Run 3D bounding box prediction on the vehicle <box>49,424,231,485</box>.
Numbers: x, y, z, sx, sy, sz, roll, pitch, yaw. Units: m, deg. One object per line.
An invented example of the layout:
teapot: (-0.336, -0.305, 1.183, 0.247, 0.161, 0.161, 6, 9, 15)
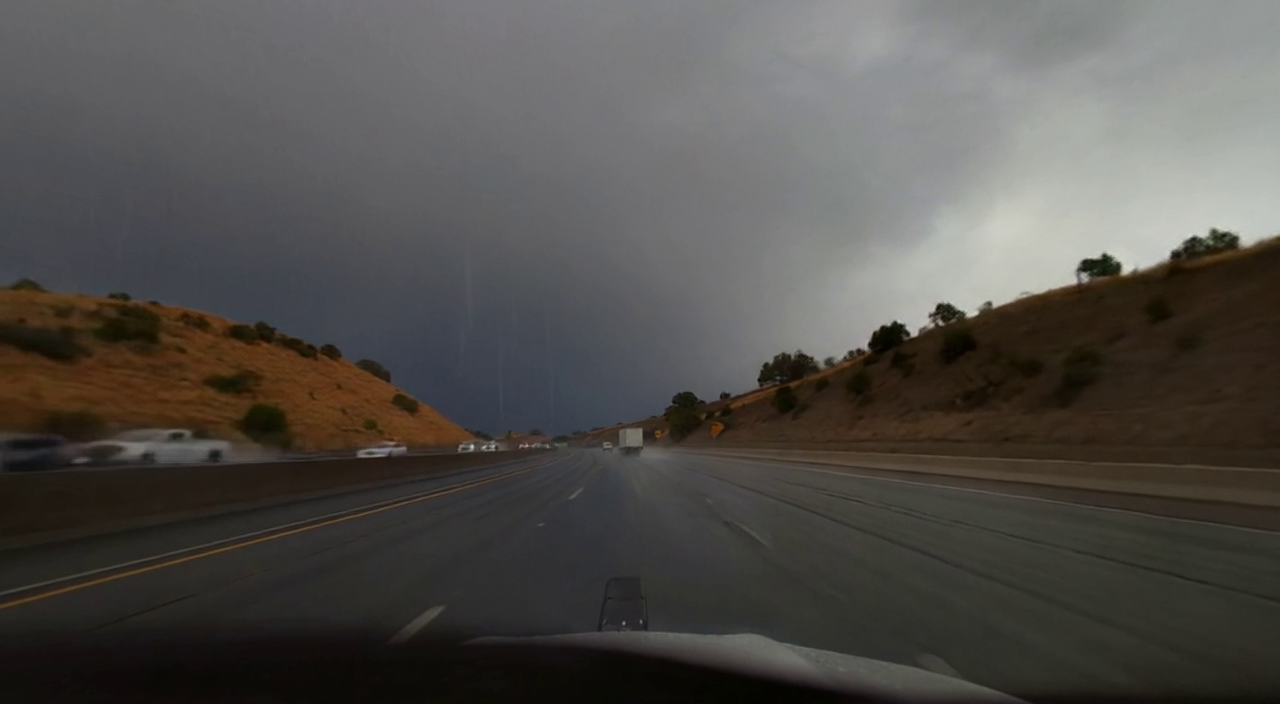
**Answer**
vehicle: (-18.695, 3.873, 24.134, 2.244, 2.010, 5.768, 0, -8, 0)
